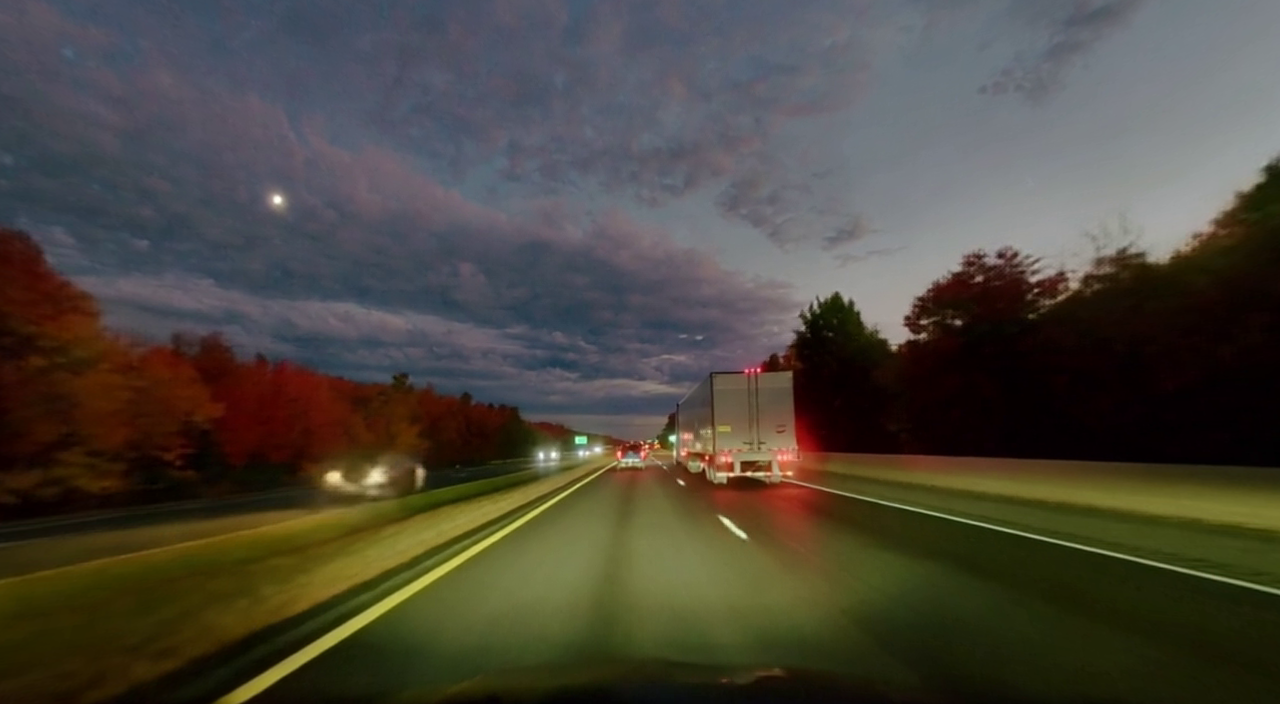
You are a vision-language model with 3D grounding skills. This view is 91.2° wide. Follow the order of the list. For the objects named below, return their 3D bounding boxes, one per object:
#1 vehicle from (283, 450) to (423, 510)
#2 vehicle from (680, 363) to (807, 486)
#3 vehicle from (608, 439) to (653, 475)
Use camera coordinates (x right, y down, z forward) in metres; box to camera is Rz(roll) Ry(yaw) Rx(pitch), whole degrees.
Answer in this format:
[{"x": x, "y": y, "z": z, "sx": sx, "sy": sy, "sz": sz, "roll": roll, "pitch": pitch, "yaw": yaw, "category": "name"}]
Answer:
[{"x": -8.211, "y": 3.664, "z": 18.481, "sx": 2.049, "sy": 1.525, "sz": 4.396, "roll": 0, "pitch": -9, "yaw": 0, "category": "vehicle"}, {"x": 3.844, "y": 3.402, "z": 27.608, "sx": 3.068, "sy": 4.042, "sz": 13.787, "roll": 0, "pitch": -9, "yaw": -1, "category": "vehicle"}, {"x": -0.441, "y": 5.340, "z": 32.178, "sx": 2.151, "sy": 1.693, "sz": 4.201, "roll": 0, "pitch": -9, "yaw": 0, "category": "vehicle"}]
